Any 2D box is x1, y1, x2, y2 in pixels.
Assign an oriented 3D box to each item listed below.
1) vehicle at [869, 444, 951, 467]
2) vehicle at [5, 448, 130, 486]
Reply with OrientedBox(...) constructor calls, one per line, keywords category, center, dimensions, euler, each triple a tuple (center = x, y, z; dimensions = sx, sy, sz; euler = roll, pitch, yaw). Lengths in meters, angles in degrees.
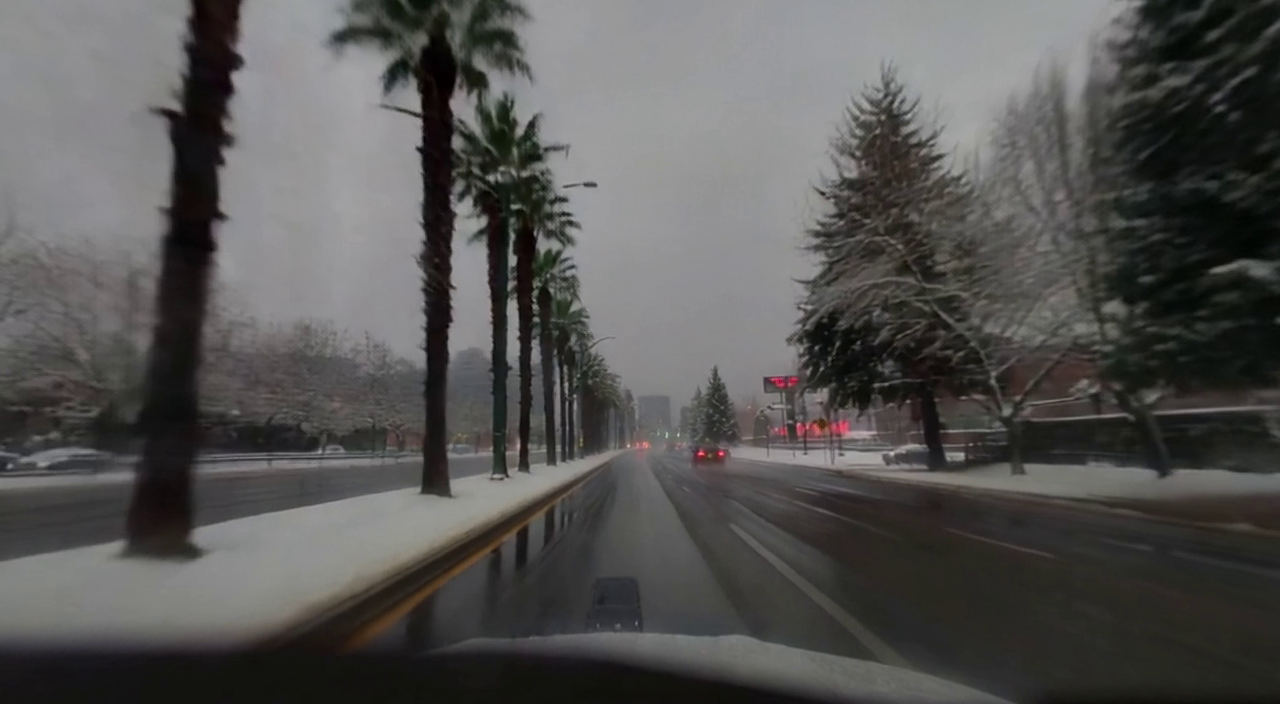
OrientedBox(category="vehicle", center=(17.707, 6.781, 41.430), dimensions=(4.526, 1.429, 1.815), euler=(0, -8, 2))
OrientedBox(category="vehicle", center=(-26.539, 5.348, 29.428), dimensions=(1.914, 1.581, 4.486), euler=(-1, -9, -6))
